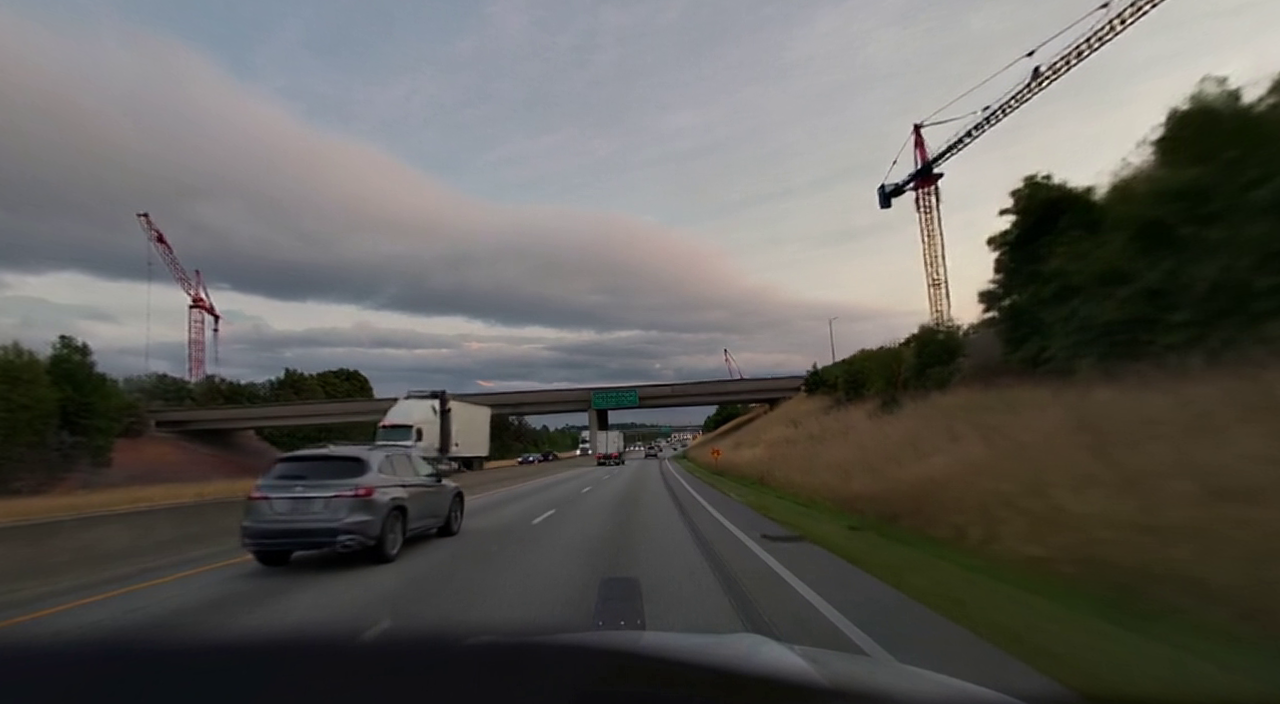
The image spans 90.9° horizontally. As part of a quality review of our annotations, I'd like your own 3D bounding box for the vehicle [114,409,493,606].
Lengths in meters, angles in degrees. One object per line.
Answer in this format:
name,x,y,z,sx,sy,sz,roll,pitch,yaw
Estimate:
vehicle,-3.332,1.629,7.405,2.194,1.648,3.984,0,-9,0
